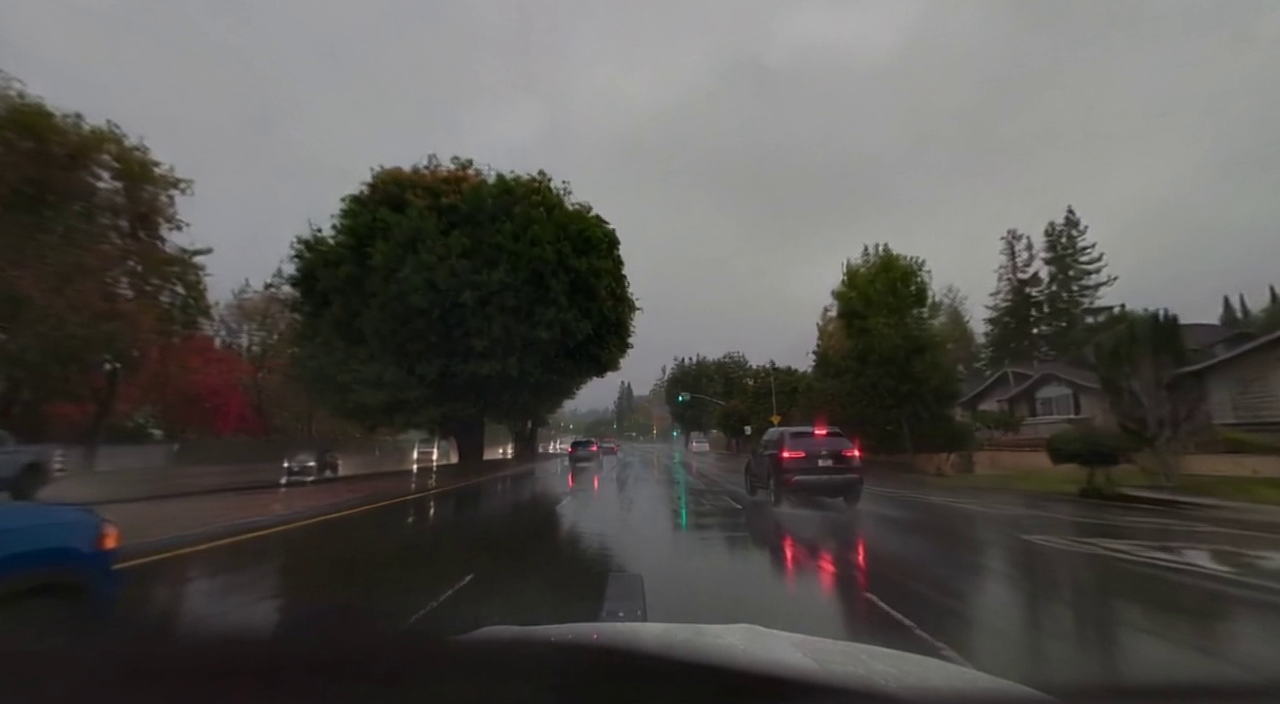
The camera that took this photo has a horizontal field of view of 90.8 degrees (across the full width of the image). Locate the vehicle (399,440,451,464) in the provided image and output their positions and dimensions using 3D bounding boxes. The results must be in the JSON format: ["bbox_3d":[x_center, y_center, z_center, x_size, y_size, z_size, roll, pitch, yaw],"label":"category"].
[{"bbox_3d":[-15.502,7.231,45.880,2.117,1.680,4.497,0,-8,1],"label":"vehicle"}]

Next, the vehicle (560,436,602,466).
[{"bbox_3d":[-3.314,5.675,36.279,1.988,1.569,4.202,0,-8,0],"label":"vehicle"}]

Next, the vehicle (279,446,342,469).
[{"bbox_3d":[-22.782,7.307,43.906,1.858,1.485,4.642,0,-8,0],"label":"vehicle"}]

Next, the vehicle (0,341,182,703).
[{"bbox_3d":[-3.470,0.604,0.972,2.045,1.688,4.632,0,-8,0],"label":"vehicle"}]

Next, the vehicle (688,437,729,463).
[{"bbox_3d":[4.517,6.503,42.056,2.169,1.669,4.037,0,-8,-1],"label":"vehicle"}]

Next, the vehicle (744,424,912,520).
[{"bbox_3d":[3.660,2.434,13.321,2.132,1.659,4.387,0,-8,-1],"label":"vehicle"}]
